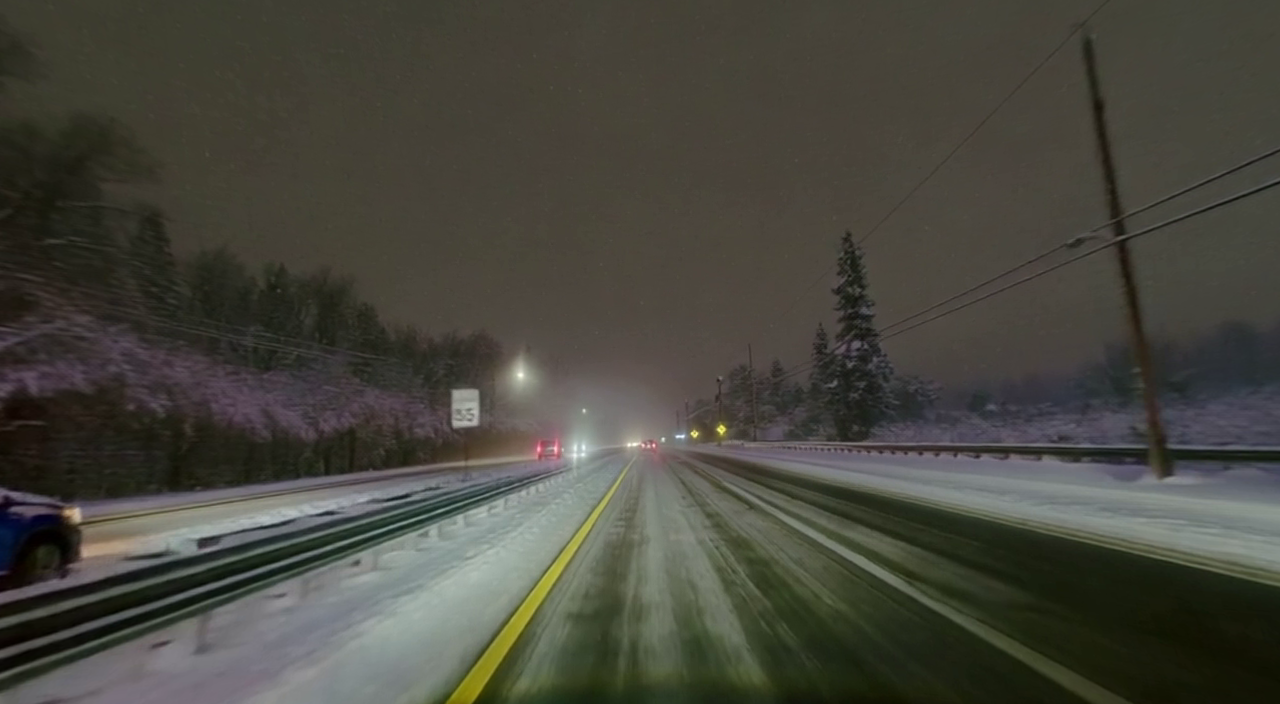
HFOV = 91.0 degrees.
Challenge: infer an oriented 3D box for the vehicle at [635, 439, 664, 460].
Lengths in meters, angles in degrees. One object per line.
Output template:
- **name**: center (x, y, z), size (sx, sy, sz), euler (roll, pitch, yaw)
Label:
- **vehicle**: center (0.688, 7.265, 46.952), size (2.061, 1.469, 3.782), euler (0, -8, 1)

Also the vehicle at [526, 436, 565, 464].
- **vehicle**: center (-6.932, 7.253, 46.720), size (2.068, 1.897, 4.372), euler (0, -8, 2)
